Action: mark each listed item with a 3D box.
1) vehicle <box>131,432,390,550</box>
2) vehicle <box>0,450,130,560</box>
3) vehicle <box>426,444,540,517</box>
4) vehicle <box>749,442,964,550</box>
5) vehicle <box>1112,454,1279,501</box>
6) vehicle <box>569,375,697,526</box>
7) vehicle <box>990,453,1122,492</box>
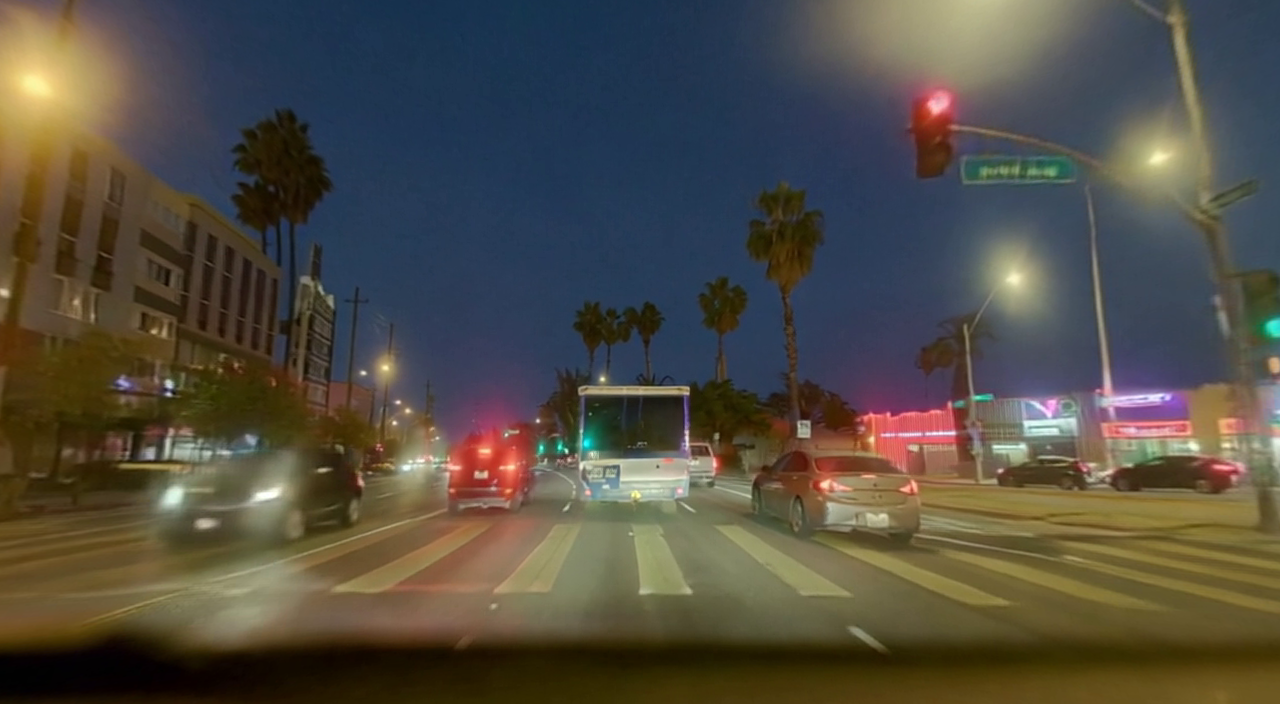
[{"bbox_3d":[-6.419,2.356,11.408,2.165,1.690,4.322,0,-9,-3],"label":"vehicle"},{"bbox_3d":[-9.863,2.166,8.869,1.873,1.510,4.151,0,-8,-2],"label":"vehicle"},{"bbox_3d":[-3.797,3.139,16.000,2.033,1.555,4.408,0,-9,-4],"label":"vehicle"},{"bbox_3d":[3.519,2.411,11.361,1.978,1.507,4.636,0,-9,-4],"label":"vehicle"},{"bbox_3d":[21.227,4.711,24.007,1.819,1.498,4.664,4,-9,-26],"label":"vehicle"},{"bbox_3d":[-0.455,2.373,15.496,2.517,2.926,6.177,1,-9,-6],"label":"vehicle"},{"bbox_3d":[18.914,5.445,28.805,1.942,1.583,4.579,4,-9,-24],"label":"vehicle"}]
